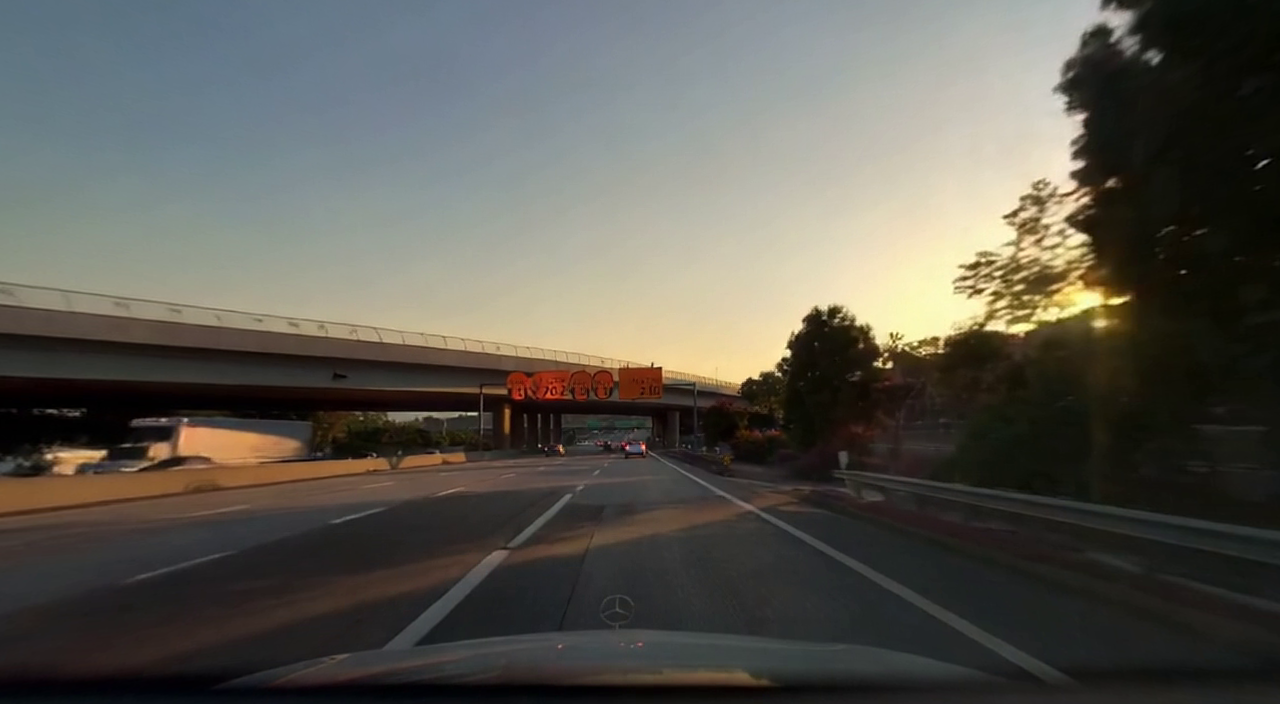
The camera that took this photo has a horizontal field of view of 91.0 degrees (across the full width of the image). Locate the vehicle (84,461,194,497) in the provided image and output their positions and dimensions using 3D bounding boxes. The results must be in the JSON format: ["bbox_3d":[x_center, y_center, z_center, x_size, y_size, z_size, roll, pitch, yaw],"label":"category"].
[{"bbox_3d":[-23.394,5.919,29.623,1.823,1.417,4.137,-1,-8,-1],"label":"vehicle"}]

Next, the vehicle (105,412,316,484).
[{"bbox_3d":[-28.031,6.503,43.256,2.884,3.901,17.249,0,-8,-1],"label":"vehicle"}]
